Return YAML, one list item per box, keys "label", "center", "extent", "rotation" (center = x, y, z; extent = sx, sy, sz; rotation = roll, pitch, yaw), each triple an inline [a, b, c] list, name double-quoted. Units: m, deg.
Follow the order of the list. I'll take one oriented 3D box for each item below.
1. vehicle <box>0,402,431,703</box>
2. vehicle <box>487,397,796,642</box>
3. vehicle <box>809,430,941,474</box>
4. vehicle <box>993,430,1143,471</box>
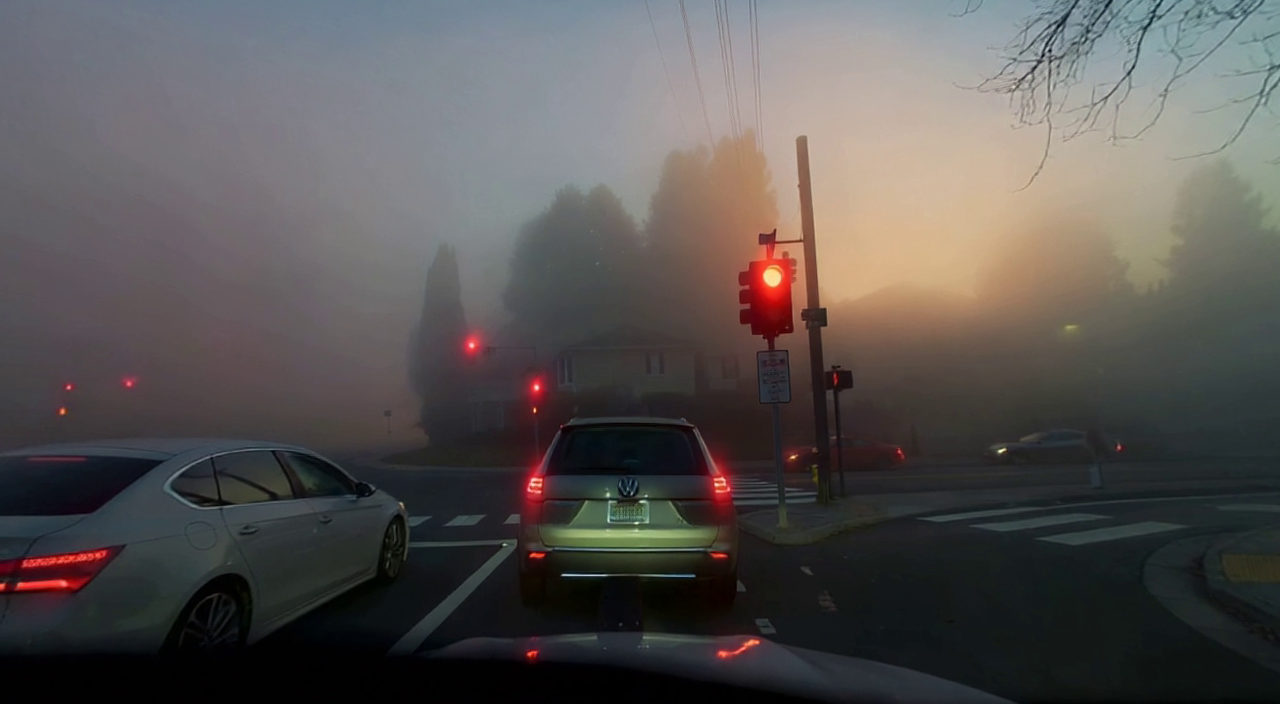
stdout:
- label: "vehicle"
  center: [-3.284, 1.271, 4.693]
  extent: [2.035, 1.492, 4.415]
  rotation: [0, -9, -1]
- label: "vehicle"
  center: [-0.130, 1.468, 6.552]
  extent: [2.154, 1.670, 4.140]
  rotation: [1, -9, -4]
- label: "vehicle"
  center: [9.927, 4.277, 27.089]
  extent: [4.887, 1.769, 2.035]
  rotation: [-1, -9, 6]
- label: "vehicle"
  center: [17.625, 4.090, 26.241]
  extent: [4.670, 1.616, 1.926]
  rotation: [-1, -9, 6]
